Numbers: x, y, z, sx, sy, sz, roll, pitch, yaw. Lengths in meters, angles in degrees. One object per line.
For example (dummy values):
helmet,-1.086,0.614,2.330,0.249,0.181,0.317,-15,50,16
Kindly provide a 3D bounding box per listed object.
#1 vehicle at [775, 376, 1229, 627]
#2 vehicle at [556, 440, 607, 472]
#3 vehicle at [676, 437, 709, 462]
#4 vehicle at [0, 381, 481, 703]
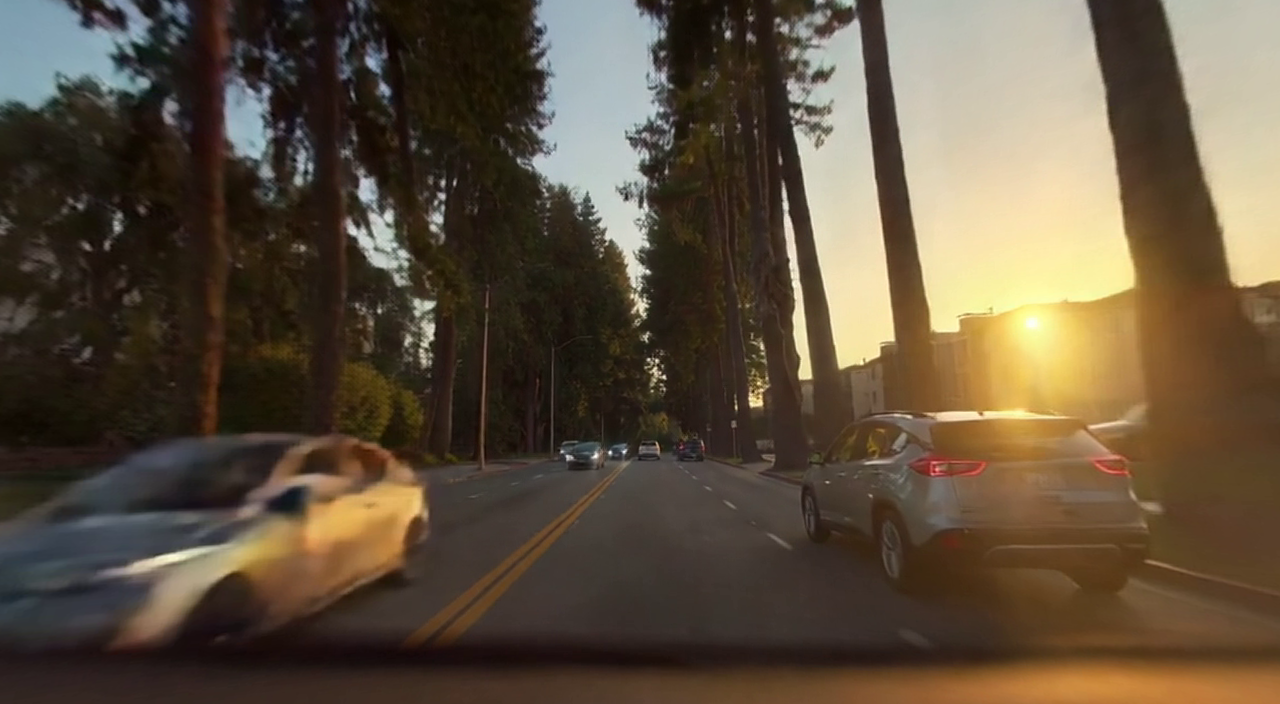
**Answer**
vehicle,3.280,1.497,7.353,2.219,1.881,5.104,0,-8,0
vehicle,-2.934,5.318,32.435,2.096,1.515,4.481,0,-8,2
vehicle,3.926,7.354,47.582,2.069,1.791,4.422,0,-8,0
vehicle,-2.931,1.198,4.550,2.182,1.486,4.809,0,-8,1
